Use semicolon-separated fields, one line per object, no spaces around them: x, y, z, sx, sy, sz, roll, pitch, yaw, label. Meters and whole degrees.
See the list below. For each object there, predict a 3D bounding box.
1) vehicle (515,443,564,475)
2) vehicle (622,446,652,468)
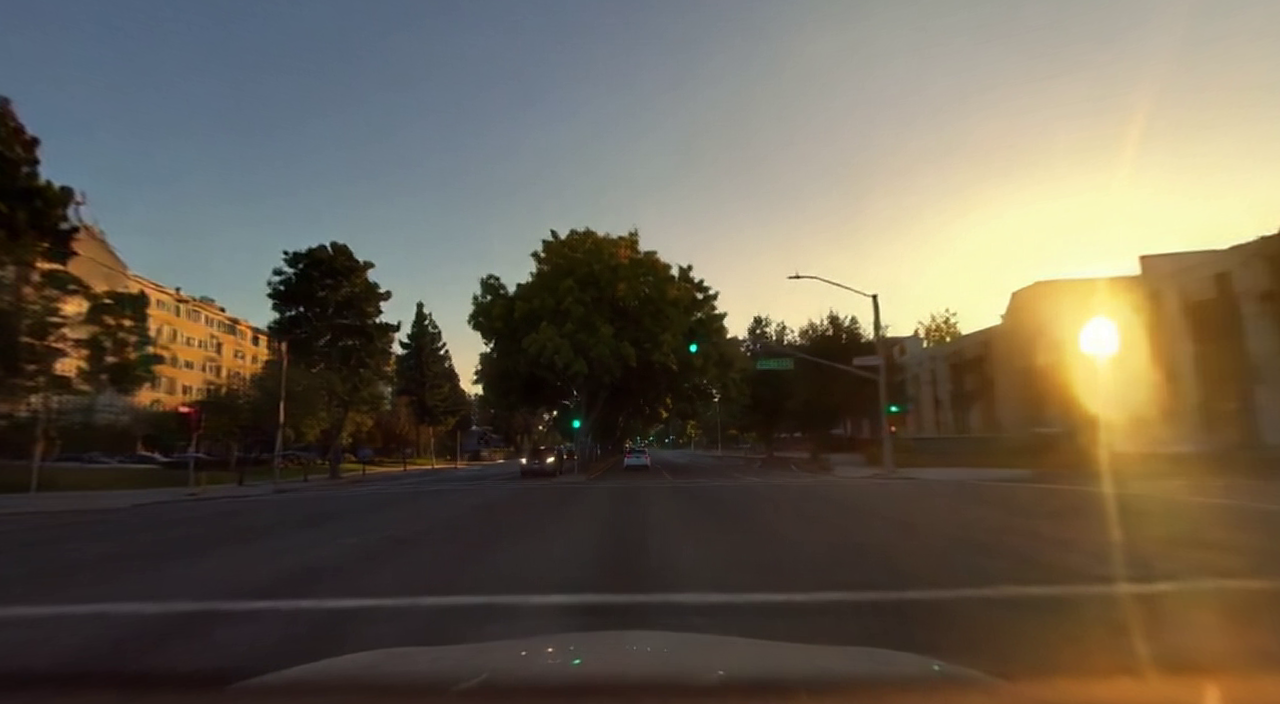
-5.510;5.930;35.038;2.016;1.631;4.148;0;-9;0;vehicle
-0.218;7.454;44.975;2.064;1.477;3.968;0;-9;-1;vehicle
